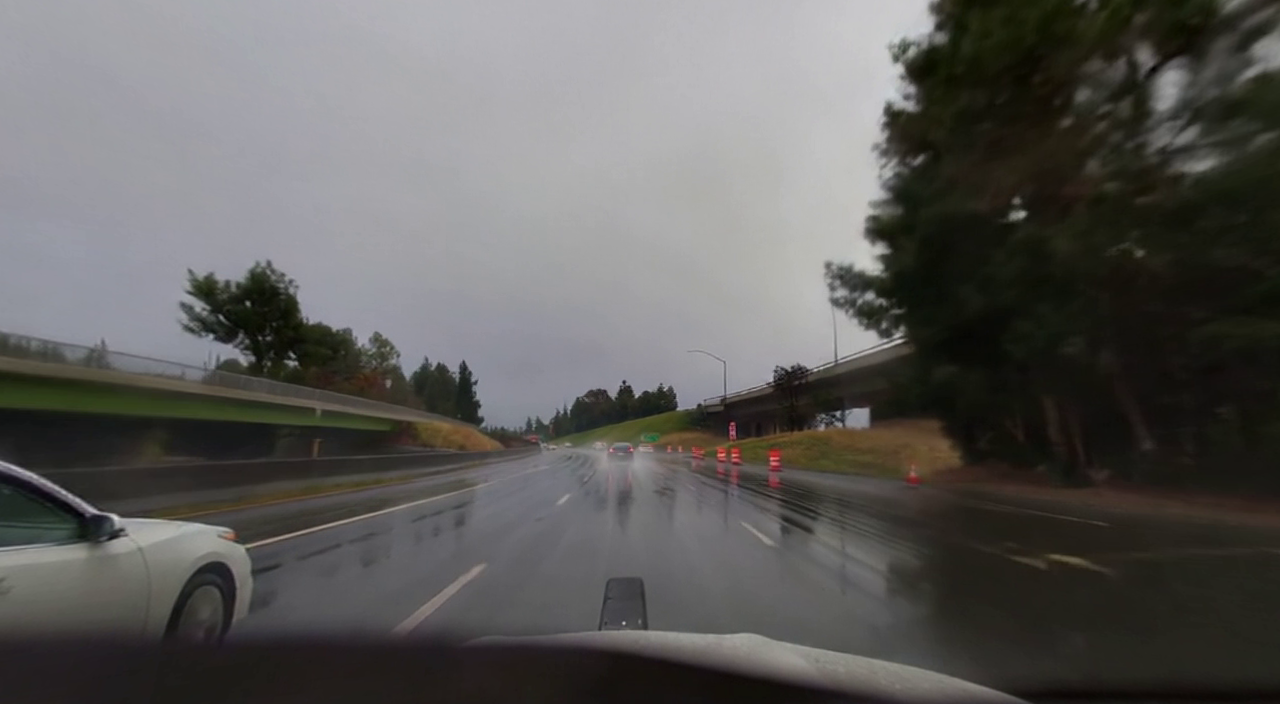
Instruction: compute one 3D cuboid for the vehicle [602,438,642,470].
[{"bbox_3d":[-1.137,6.132,38.268,2.328,1.805,4.502,0,-8,-3],"label":"vehicle"}]
